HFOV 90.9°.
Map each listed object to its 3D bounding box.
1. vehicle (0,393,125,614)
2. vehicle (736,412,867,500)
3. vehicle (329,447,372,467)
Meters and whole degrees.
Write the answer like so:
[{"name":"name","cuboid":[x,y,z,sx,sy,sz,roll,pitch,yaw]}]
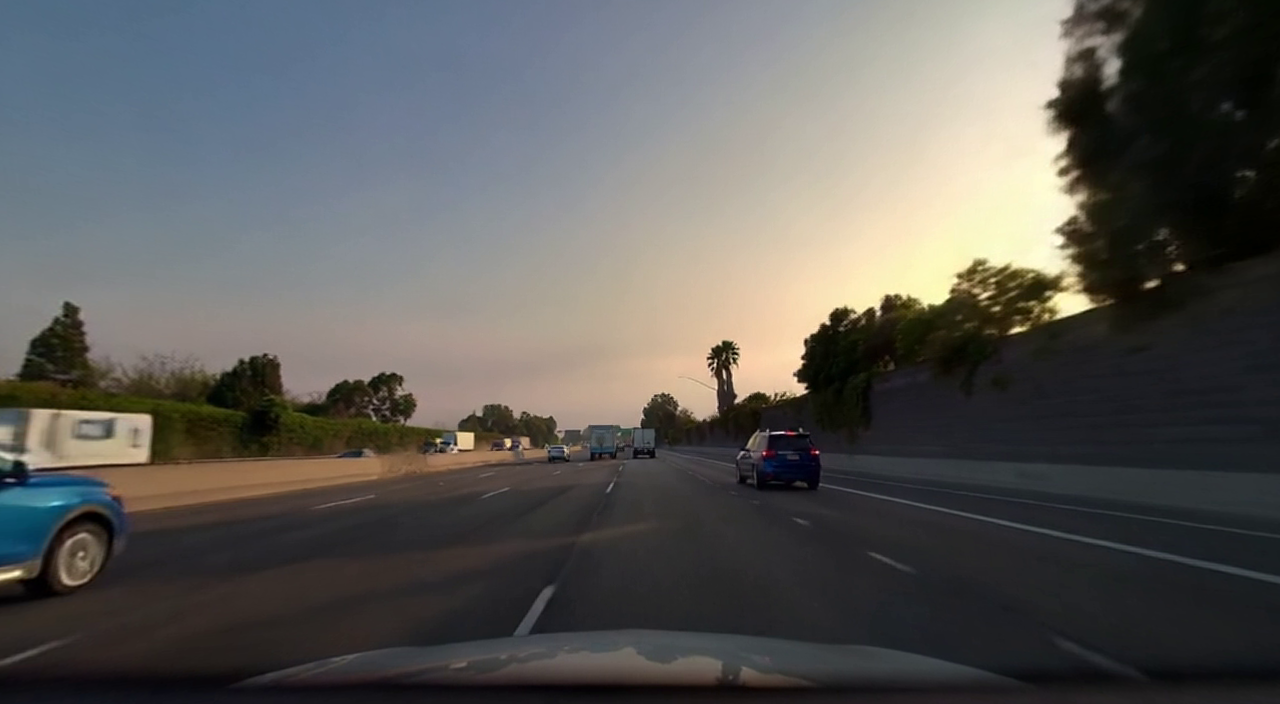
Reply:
[{"name":"vehicle","cuboid":[-6.322,1.049,3.823,2.289,1.774,4.871,0,-8,-1]},{"name":"vehicle","cuboid":[4.468,2.991,18.507,2.408,2.210,4.999,0,-8,-1]},{"name":"vehicle","cuboid":[-20.875,7.584,45.572,1.498,1.356,3.330,0,-8,1]}]
